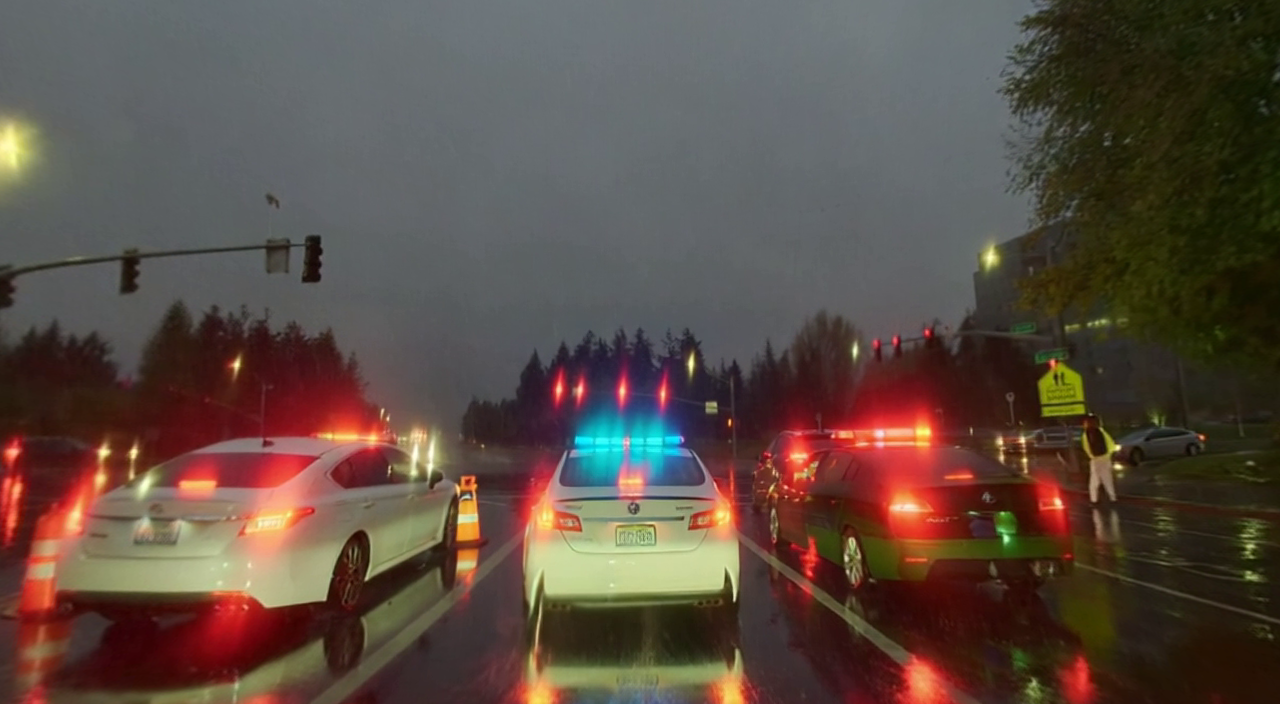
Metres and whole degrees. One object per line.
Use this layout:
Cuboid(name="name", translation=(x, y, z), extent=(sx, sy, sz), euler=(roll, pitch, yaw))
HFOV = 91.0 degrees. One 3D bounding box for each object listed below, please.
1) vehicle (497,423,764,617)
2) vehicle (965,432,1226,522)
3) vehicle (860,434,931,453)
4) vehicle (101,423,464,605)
Cuboid(name="vehicle", translation=(-0.116, 1.627, 7.112), extent=(2.061, 1.486, 4.332), euler=(0, -8, -1))
Cuboid(name="vehicle", translation=(9.366, 2.578, 13.601), extent=(1.957, 1.576, 4.670), euler=(0, -9, -3))
Cuboid(name="vehicle", translation=(20.233, 7.261, 49.925), extent=(4.827, 1.484, 1.883), euler=(0, -9, 0))
Cuboid(name="vehicle", translation=(-3.604, 1.679, 7.402), extent=(1.863, 1.526, 4.006), euler=(0, -8, 1))
